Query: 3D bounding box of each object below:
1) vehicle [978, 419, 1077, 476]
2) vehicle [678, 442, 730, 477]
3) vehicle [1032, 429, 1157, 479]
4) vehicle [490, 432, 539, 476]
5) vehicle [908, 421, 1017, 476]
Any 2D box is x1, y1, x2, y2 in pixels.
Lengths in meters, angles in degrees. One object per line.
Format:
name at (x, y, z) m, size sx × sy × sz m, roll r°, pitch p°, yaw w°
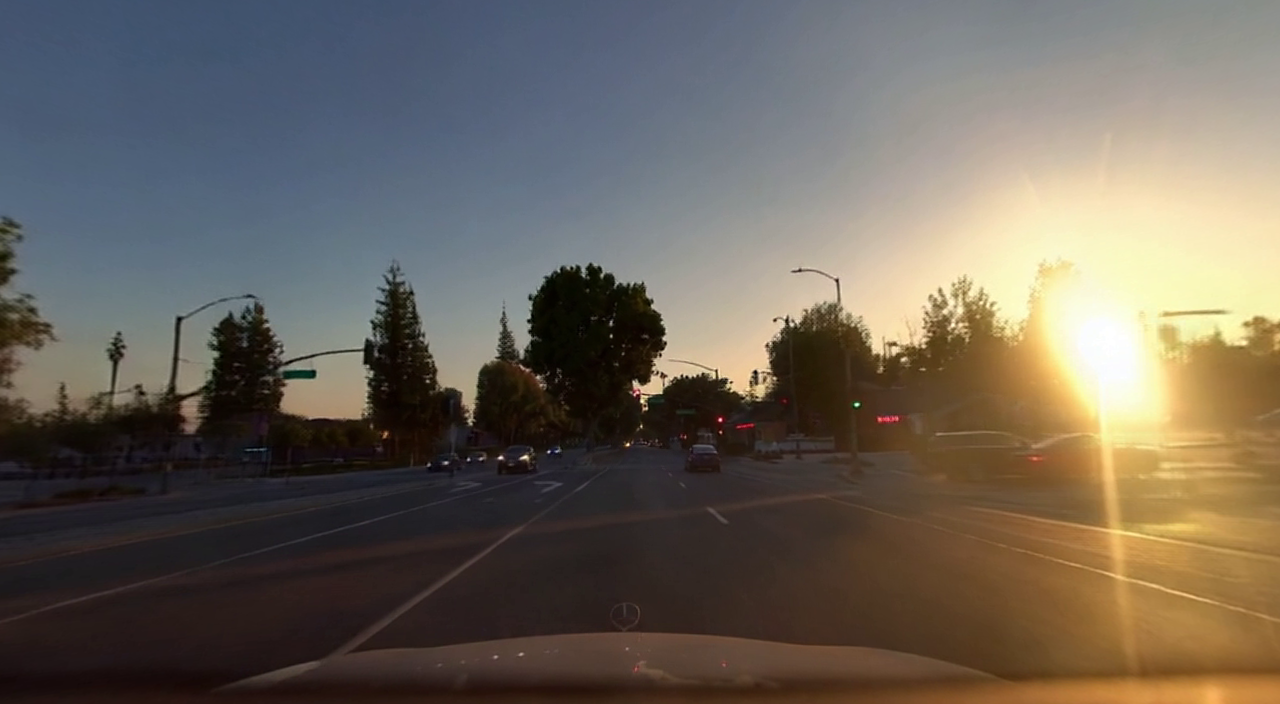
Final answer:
vehicle at (14.798, 3.562, 24.010) m, size 2.067 × 1.818 × 4.779 m, roll -12°, pitch -12°, yaw 42°
vehicle at (3.025, 5.166, 30.625) m, size 1.961 × 1.580 × 4.020 m, roll 0°, pitch -8°, yaw -2°
vehicle at (14.950, 3.330, 20.786) m, size 3.552 × 1.484 × 1.883 m, roll 4°, pitch -9°, yaw -29°
vehicle at (-6.415, 5.239, 32.795) m, size 2.270 × 2.068 × 5.517 m, roll 1°, pitch -9°, yaw -9°
vehicle at (13.370, 3.945, 26.049) m, size 5.115 × 1.997 × 2.279 m, roll 6°, pitch -13°, yaw -44°
